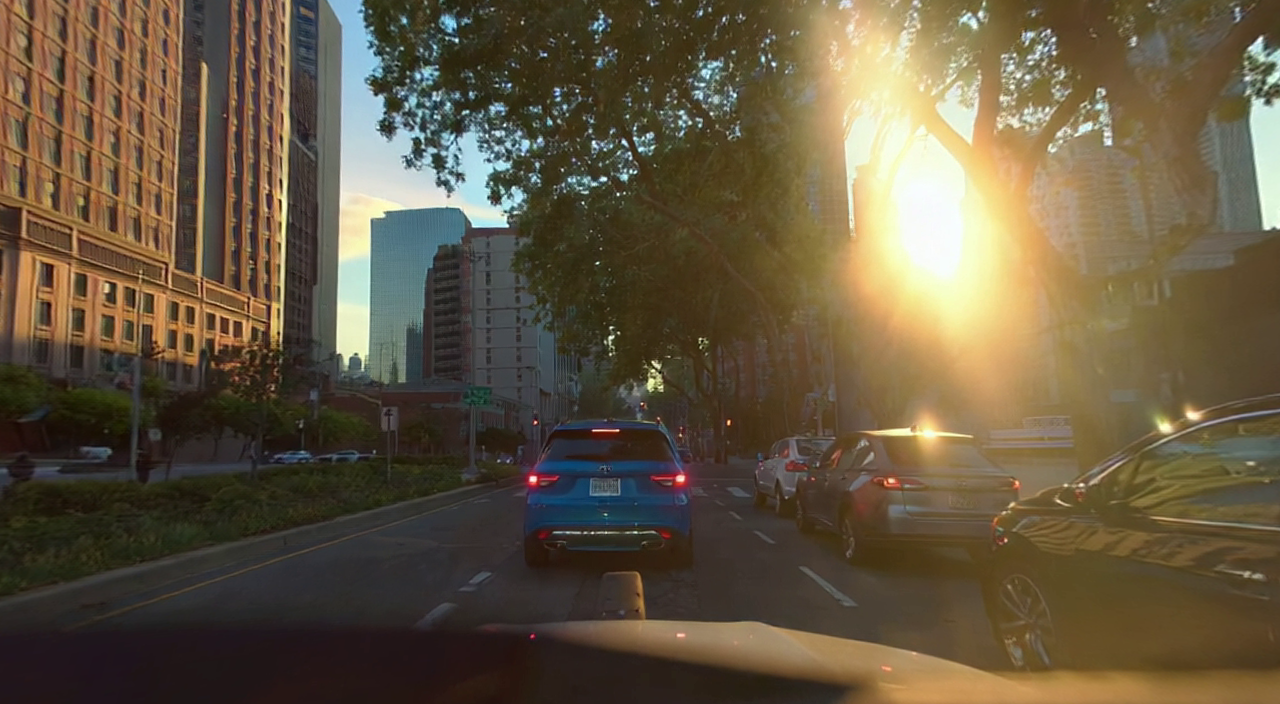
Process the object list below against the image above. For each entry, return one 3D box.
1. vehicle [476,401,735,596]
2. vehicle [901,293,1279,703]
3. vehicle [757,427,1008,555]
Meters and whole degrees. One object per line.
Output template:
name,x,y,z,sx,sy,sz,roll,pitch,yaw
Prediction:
vehicle,-0.344,1.584,7.639,2.249,1.684,4.084,0,-9,-1
vehicle,3.001,0.748,2.240,2.063,1.760,4.664,0,-9,-1
vehicle,3.288,1.984,9.797,1.941,1.482,4.632,0,-9,-2
